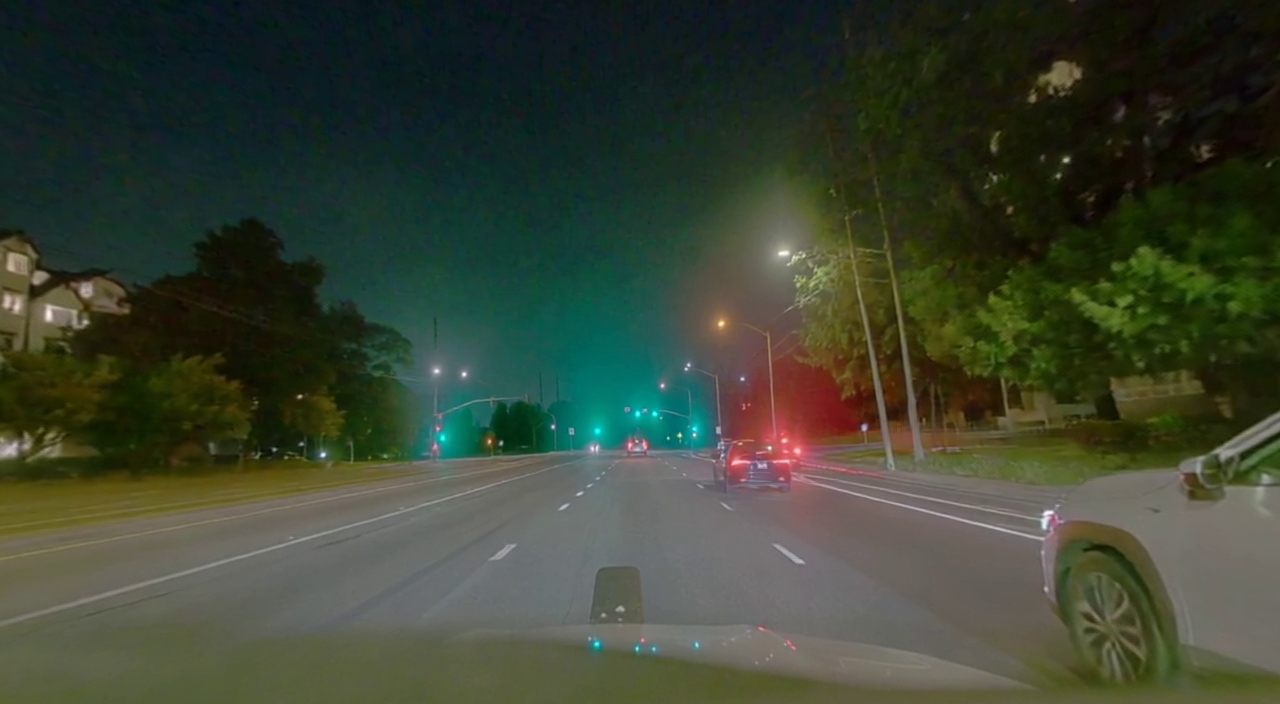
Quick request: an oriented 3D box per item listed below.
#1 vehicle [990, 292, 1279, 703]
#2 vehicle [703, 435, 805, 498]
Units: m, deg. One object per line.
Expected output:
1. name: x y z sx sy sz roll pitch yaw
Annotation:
1. vehicle: 3.062 0.586 1.205 2.129 1.761 4.610 0 -9 0
2. vehicle: 2.910 3.021 16.990 1.889 1.451 4.180 0 -9 -1
